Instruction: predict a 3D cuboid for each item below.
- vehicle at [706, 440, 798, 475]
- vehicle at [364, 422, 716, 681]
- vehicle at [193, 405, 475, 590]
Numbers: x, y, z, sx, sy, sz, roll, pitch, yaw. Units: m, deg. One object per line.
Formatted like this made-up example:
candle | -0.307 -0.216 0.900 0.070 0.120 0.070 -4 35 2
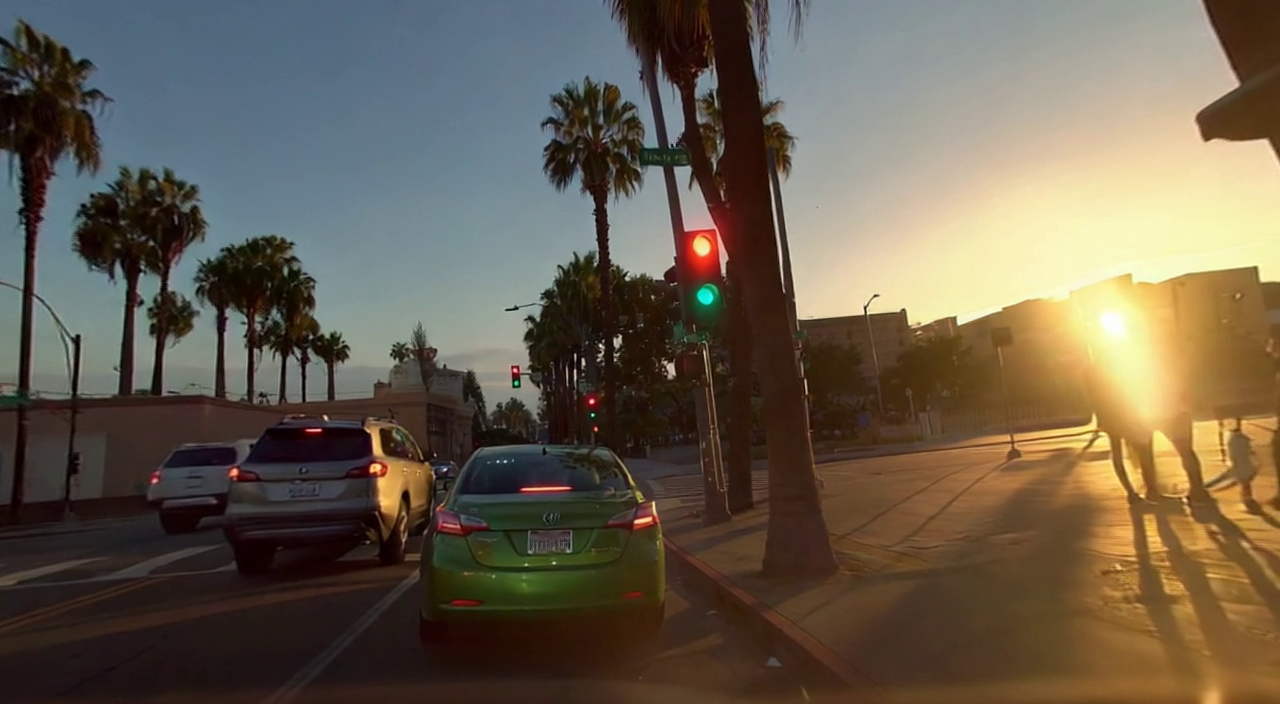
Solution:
vehicle | 5.453 5.148 30.967 3.987 1.636 1.903 2 -8 -14
vehicle | -0.867 1.484 5.954 2.065 1.467 4.289 1 -9 -8
vehicle | -3.719 1.825 8.826 2.098 1.851 4.571 1 -9 -7
